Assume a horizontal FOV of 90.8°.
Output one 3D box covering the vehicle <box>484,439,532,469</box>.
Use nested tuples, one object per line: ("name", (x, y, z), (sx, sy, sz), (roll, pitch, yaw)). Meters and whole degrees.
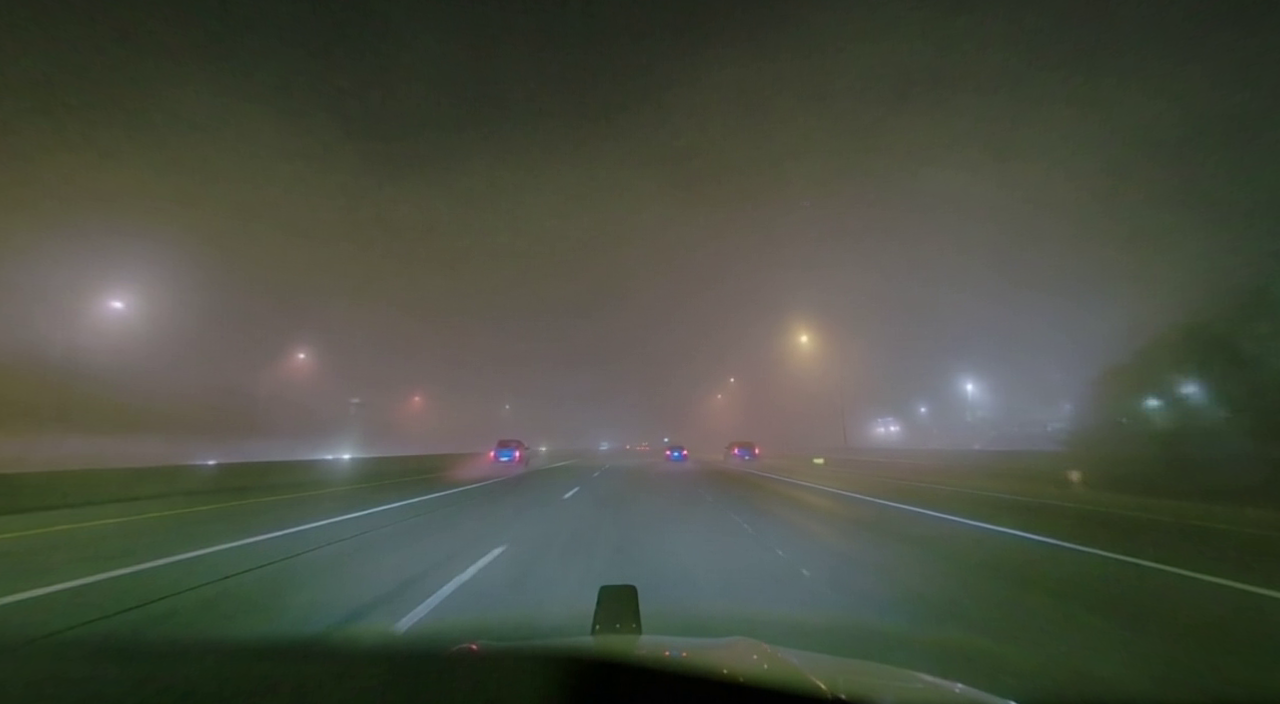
("vehicle", (-8.218, 6.372, 39.910), (2.083, 1.696, 5.464), (1, -8, -2))

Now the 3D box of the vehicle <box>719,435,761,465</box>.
("vehicle", (6.863, 6.802, 43.943), (2.065, 1.953, 4.605), (0, -8, -1))

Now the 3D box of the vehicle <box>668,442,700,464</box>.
("vehicle", (3.114, 7.276, 45.554), (2.000, 1.533, 3.770), (0, -8, -1))
